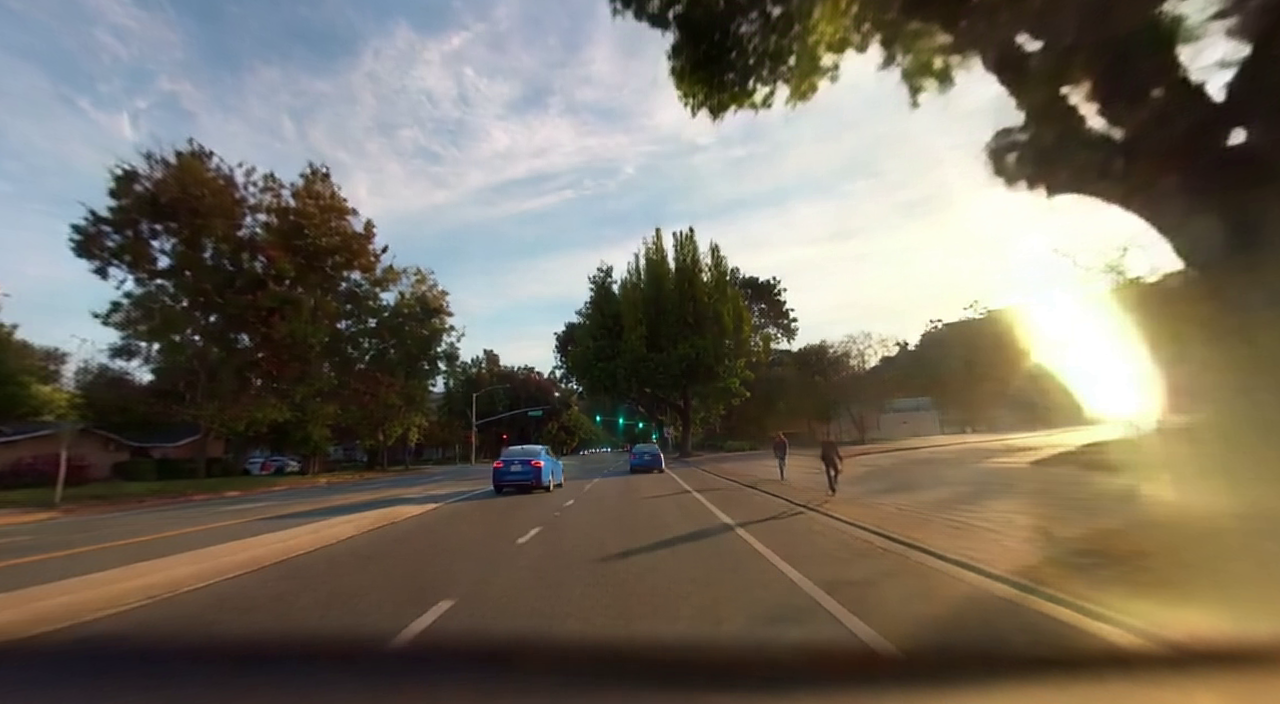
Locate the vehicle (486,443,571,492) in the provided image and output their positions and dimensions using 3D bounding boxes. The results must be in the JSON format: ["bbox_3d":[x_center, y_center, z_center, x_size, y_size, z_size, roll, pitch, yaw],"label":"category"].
[{"bbox_3d":[-3.568,3.754,20.936,2.036,1.447,4.044,0,-8,1],"label":"vehicle"}]

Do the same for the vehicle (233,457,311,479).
[{"bbox_3d":[-25.565,8.057,43.804,4.182,1.444,1.884,0,-8,-3],"label":"vehicle"}]

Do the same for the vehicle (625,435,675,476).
[{"bbox_3d":[0.388,4.920,30.159,2.215,1.799,4.426,0,-8,-1],"label":"vehicle"}]
